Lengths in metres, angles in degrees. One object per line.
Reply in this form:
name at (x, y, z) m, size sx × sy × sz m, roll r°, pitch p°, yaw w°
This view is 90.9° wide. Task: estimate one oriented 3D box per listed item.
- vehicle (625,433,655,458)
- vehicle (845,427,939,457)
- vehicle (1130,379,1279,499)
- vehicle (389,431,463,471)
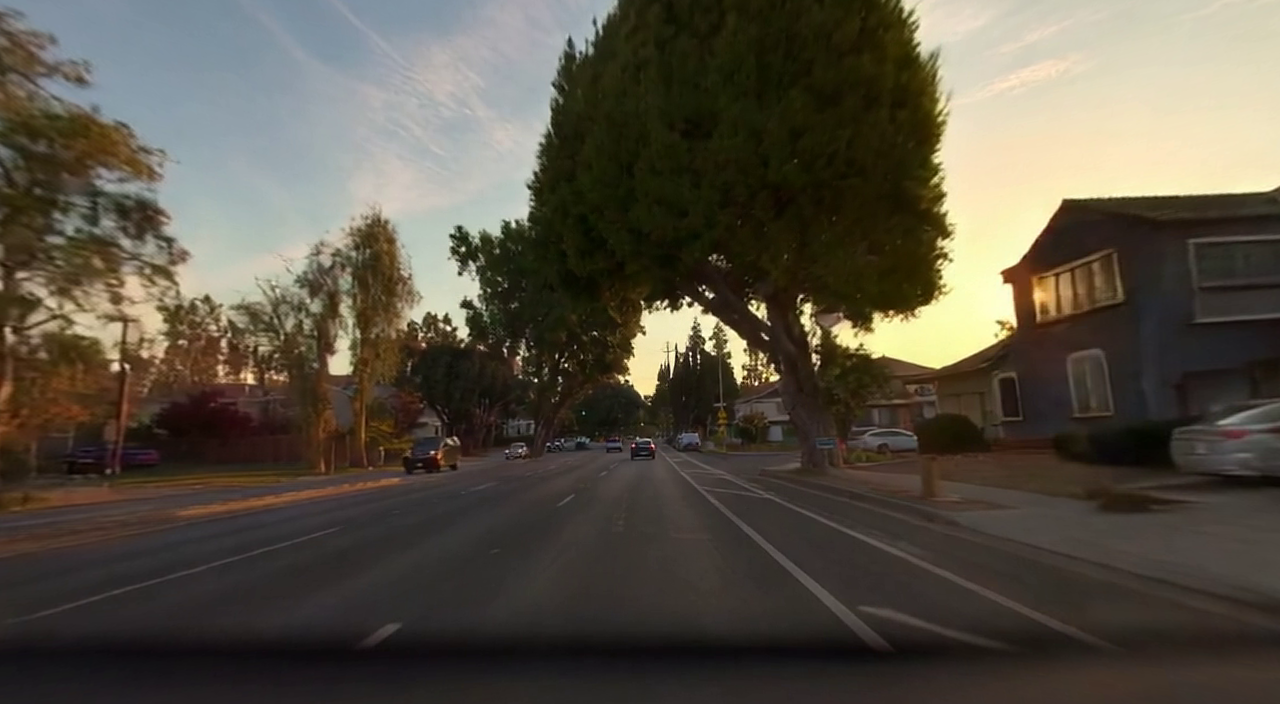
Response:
vehicle at (-0.035, 6.616, 44.599) m, size 2.024 × 1.655 × 4.301 m, roll 0°, pitch -8°, yaw 0°
vehicle at (14.748, 5.318, 37.102) m, size 4.663 × 1.677 × 1.934 m, roll 0°, pitch -8°, yaw -2°
vehicle at (12.154, 1.434, 11.314) m, size 4.722 × 1.901 × 2.079 m, roll -4°, pitch -9°, yaw 3°
vehicle at (-11.339, 5.299, 33.855) m, size 2.163 × 1.943 × 5.035 m, roll 0°, pitch -8°, yaw 0°
